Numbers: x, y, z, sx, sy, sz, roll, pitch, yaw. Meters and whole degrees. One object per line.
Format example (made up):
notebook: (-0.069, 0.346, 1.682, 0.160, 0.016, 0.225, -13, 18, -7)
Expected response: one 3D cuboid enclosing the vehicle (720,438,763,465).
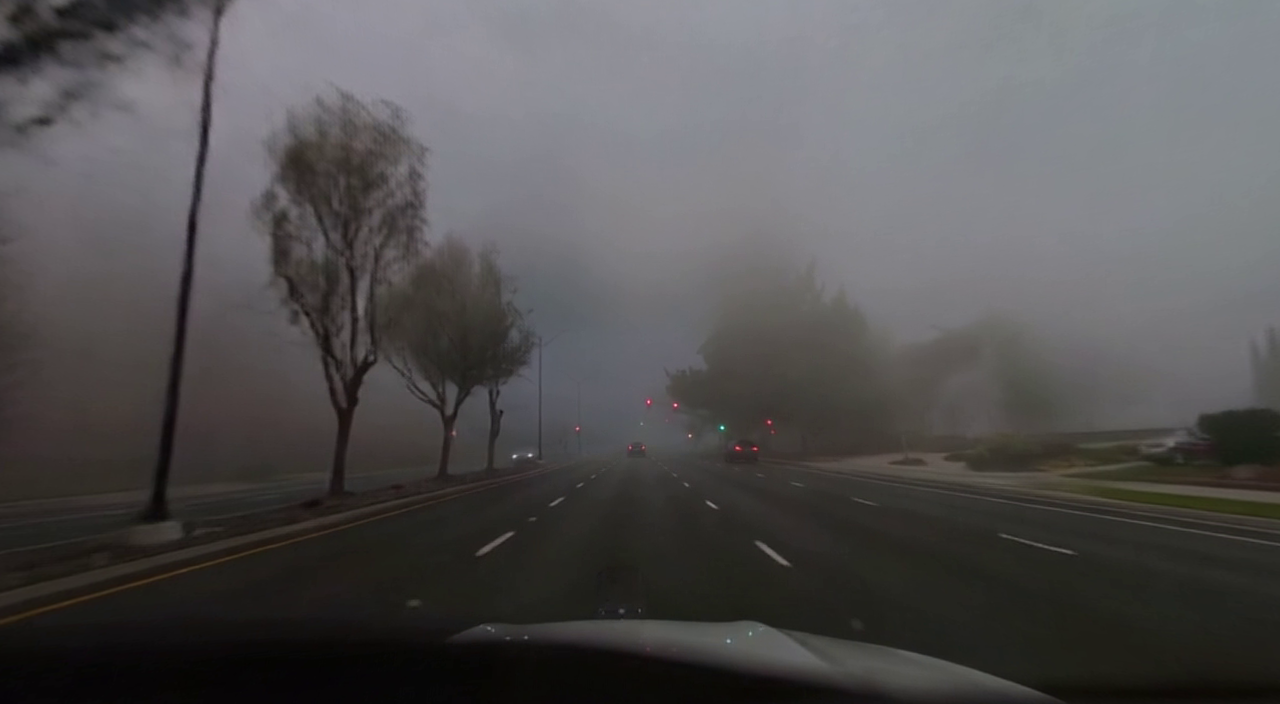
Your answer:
vehicle: (6.741, 6.639, 42.251, 2.011, 1.710, 4.357, 0, -9, -2)
